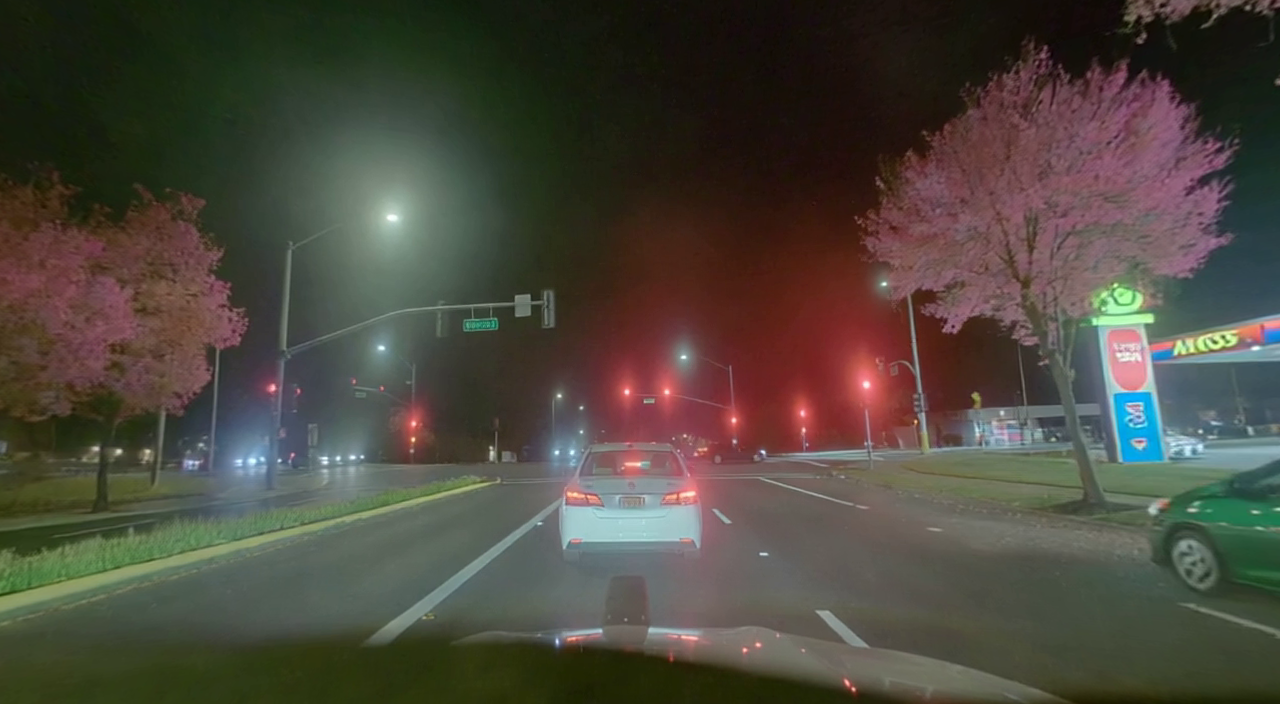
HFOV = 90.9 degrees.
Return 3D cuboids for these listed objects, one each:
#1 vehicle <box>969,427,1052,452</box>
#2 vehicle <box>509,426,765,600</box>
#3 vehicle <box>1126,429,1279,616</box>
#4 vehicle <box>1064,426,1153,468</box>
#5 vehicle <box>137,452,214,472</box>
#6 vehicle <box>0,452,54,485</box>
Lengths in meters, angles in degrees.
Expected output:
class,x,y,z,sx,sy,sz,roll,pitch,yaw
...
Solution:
class,x,y,z,sx,sy,sz,roll,pitch,yaw
vehicle,27.123,6.424,46.284,4.664,1.728,2.171,-1,-8,3
vehicle,-0.055,1.694,7.554,2.213,1.482,4.057,0,-8,-1
vehicle,6.188,1.292,4.481,1.942,1.511,4.390,0,-8,0
vehicle,18.589,3.756,24.913,4.300,1.495,2.053,8,-12,-44
vehicle,-34.881,8.272,47.361,4.466,1.438,1.837,-1,-8,5
vehicle,-33.302,6.037,32.897,2.186,1.588,4.686,3,-9,-20
